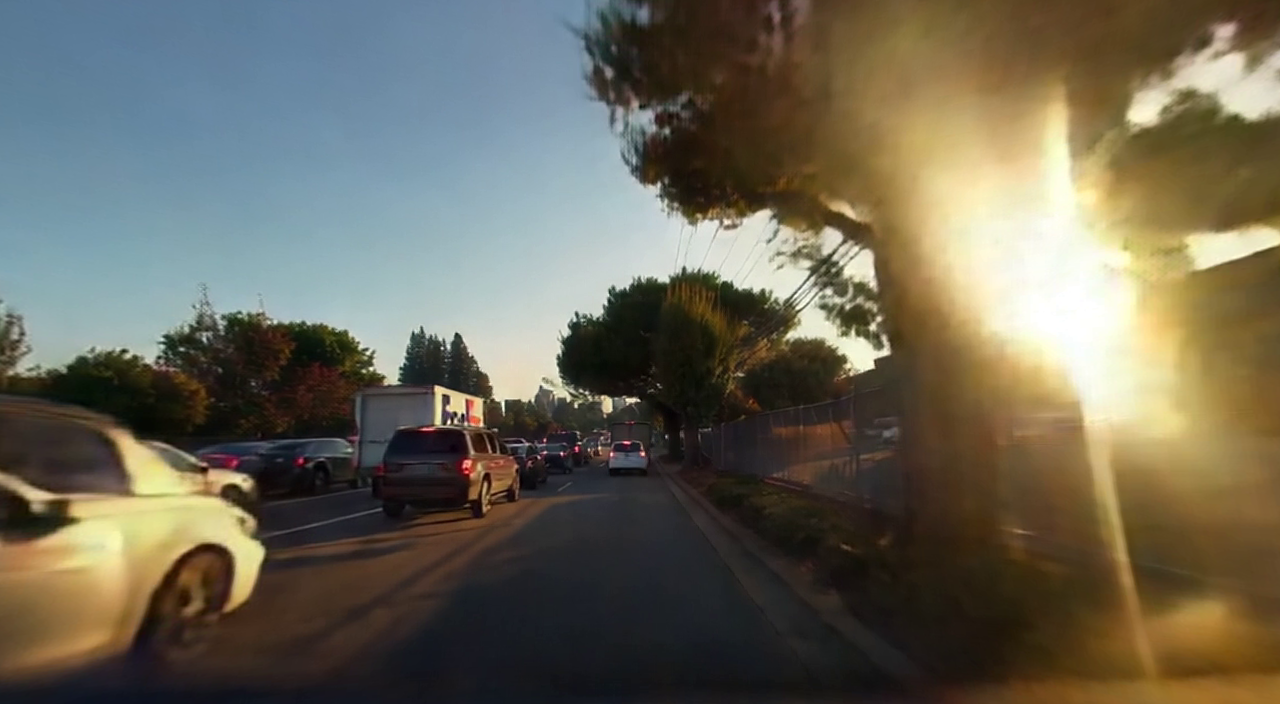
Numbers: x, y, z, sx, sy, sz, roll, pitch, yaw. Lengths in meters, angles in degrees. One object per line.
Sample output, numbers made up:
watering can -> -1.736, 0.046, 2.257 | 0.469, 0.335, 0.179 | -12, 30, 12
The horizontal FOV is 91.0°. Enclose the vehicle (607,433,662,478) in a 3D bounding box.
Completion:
vehicle -> -0.241, 4.203, 25.696 | 2.055, 1.671, 4.147 | 0, -8, -1

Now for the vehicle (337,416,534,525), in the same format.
vehicle -> -3.819, 2.326, 12.942 | 2.263, 1.803, 4.868 | 0, -8, 2

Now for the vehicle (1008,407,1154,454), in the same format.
vehicle -> 32.728, 5.881, 46.905 | 8.848, 3.271, 2.774 | 0, -9, -5

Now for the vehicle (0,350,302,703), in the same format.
vehicle -> -3.392, 0.766, 1.820 | 2.057, 1.673, 4.934 | 0, -8, 0
